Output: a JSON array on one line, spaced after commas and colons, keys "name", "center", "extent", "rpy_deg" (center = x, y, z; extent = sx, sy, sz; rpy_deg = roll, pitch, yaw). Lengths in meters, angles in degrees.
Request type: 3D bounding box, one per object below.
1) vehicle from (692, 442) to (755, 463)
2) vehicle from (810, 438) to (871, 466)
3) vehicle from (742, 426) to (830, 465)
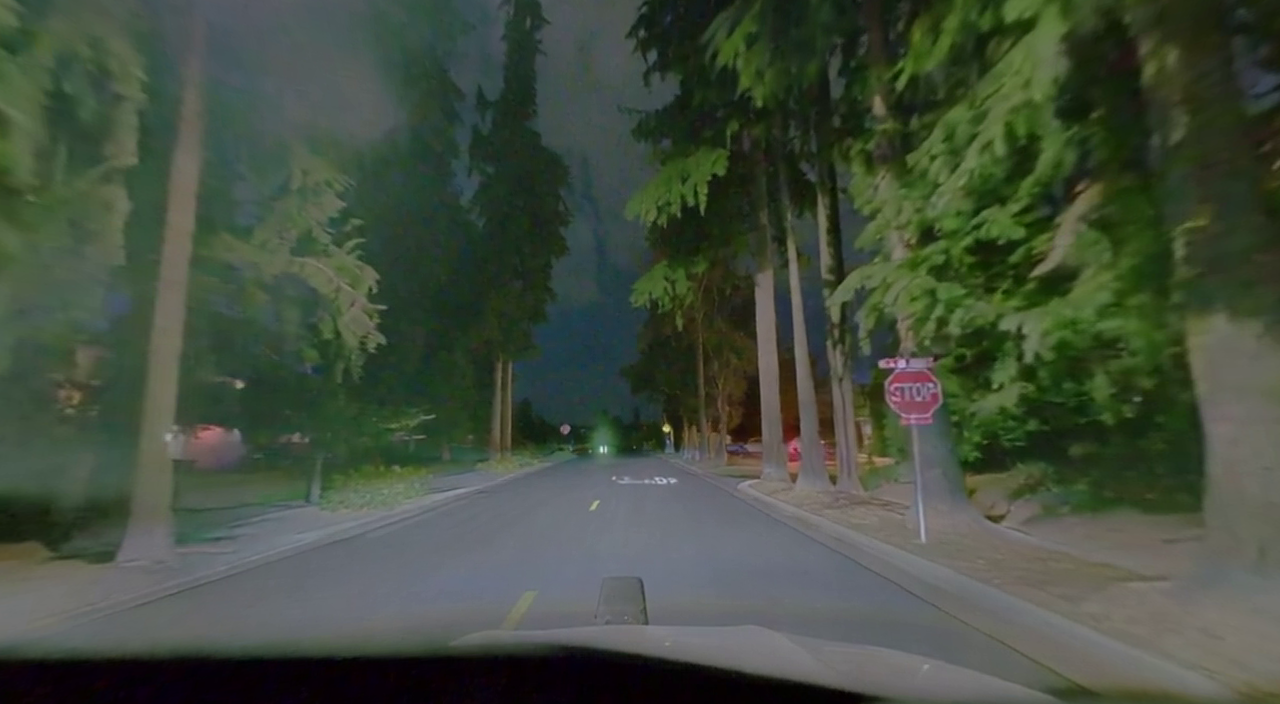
[{"name": "vehicle", "center": [5.928, 7.216, 45.223], "extent": [4.229, 1.402, 1.811], "rpy_deg": [0, -8, 0]}, {"name": "vehicle", "center": [11.656, 5.745, 36.396], "extent": [2.004, 1.511, 4.494], "rpy_deg": [-6, -10, 35]}, {"name": "vehicle", "center": [9.798, 6.268, 42.560], "extent": [5.239, 1.933, 2.131], "rpy_deg": [-5, -3, -3]}]
